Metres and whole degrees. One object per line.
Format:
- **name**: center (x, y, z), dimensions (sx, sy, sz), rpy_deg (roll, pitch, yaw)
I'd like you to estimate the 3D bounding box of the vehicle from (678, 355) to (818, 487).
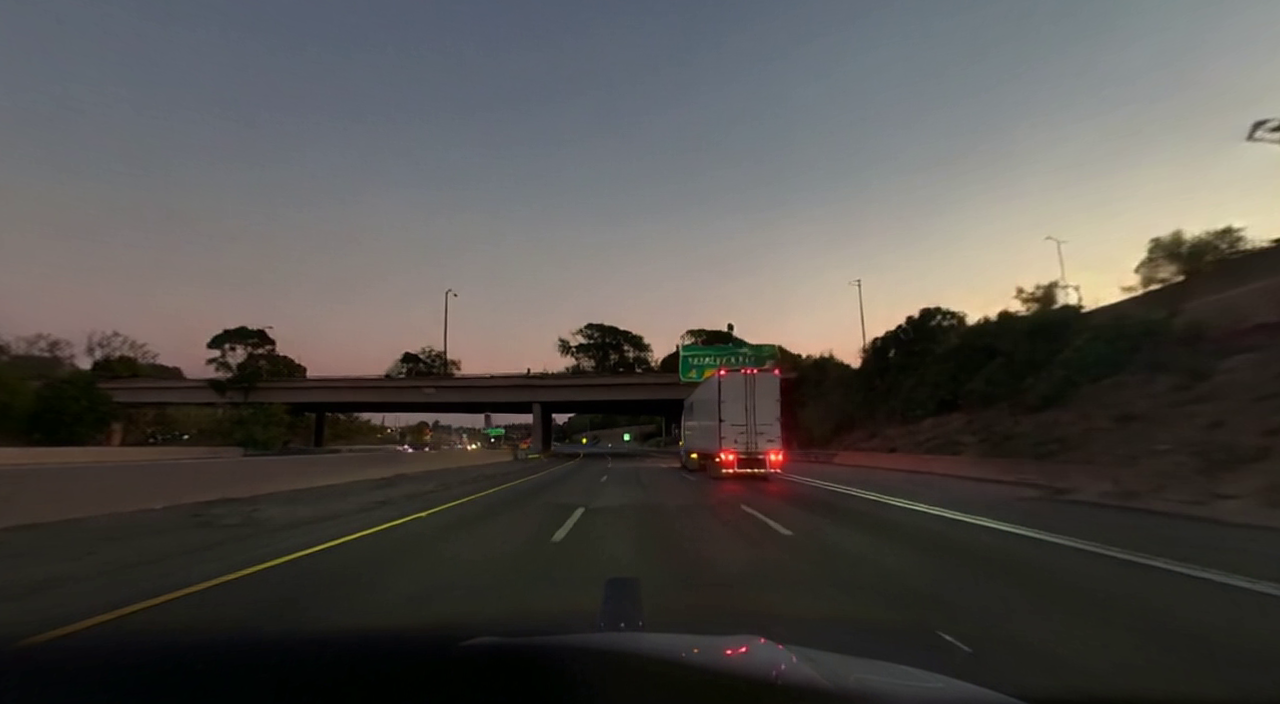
- **vehicle**: center (3.970, 3.501, 29.236), dimensions (2.932, 4.205, 18.253), rpy_deg (0, -8, -1)
